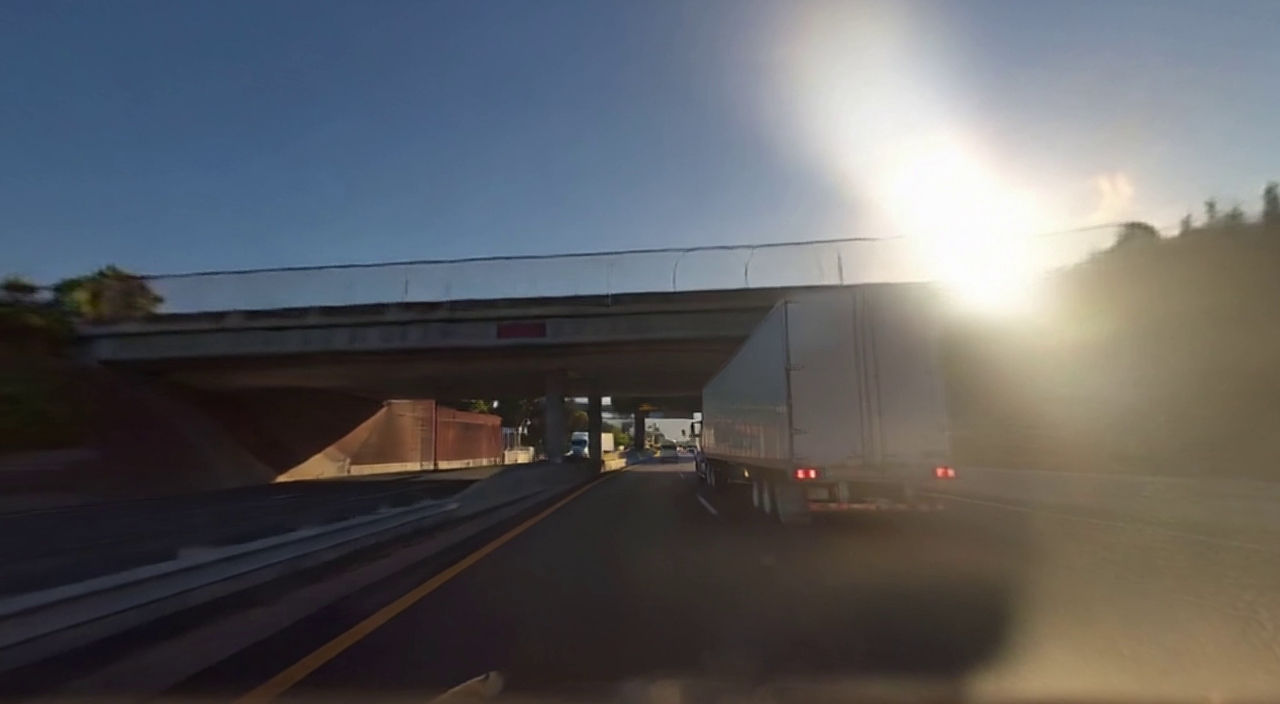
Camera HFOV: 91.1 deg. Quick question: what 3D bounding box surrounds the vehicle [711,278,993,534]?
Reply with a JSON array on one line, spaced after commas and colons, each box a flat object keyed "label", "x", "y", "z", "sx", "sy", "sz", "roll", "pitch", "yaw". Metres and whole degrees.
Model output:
[{"label": "vehicle", "x": 3.981, "y": 1.751, "z": 16.156, "sx": 2.965, "sy": 4.028, "sz": 12.529, "roll": 0, "pitch": -9, "yaw": 1}]
